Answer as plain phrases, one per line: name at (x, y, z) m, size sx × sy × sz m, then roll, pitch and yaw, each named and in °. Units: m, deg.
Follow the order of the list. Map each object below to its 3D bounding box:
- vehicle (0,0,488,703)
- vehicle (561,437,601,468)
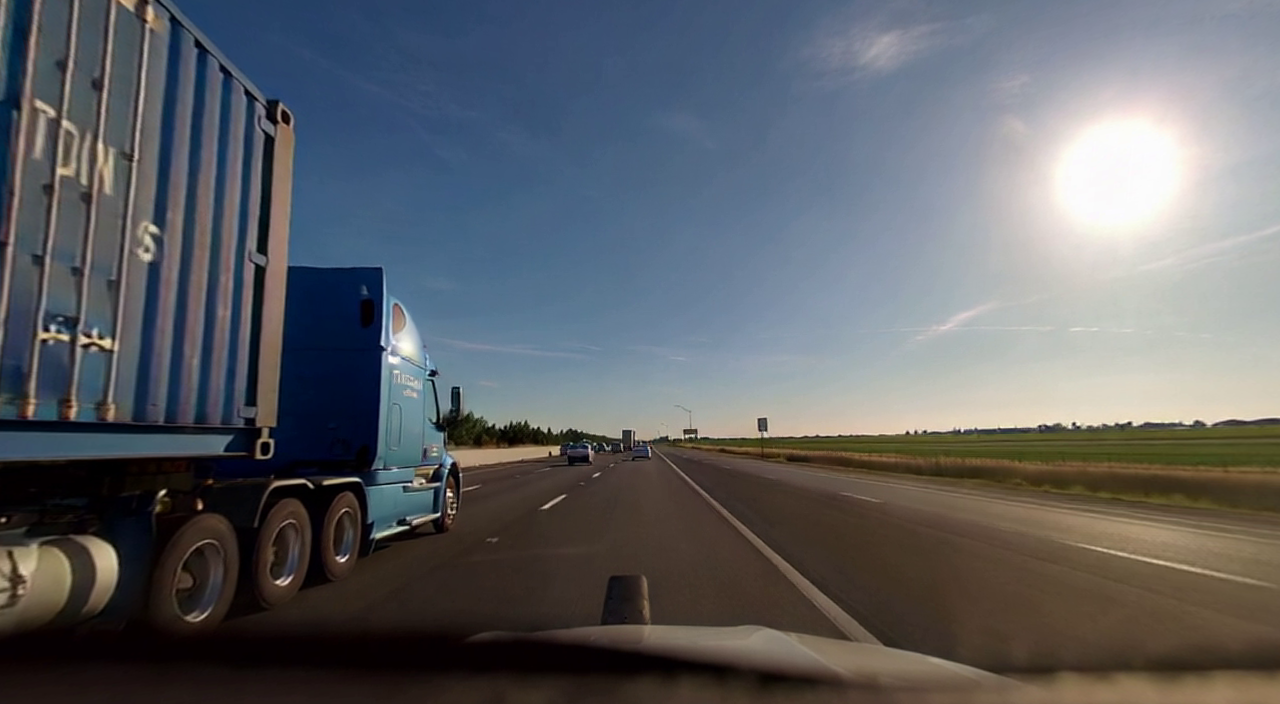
vehicle at (-4.017, 0.256, 6.427) m, size 2.987 × 3.868 × 7.576 m, roll 0°, pitch -8°, yaw 0°
vehicle at (-3.587, 6.203, 39.061) m, size 1.995 × 1.745 × 4.187 m, roll 0°, pitch -8°, yaw 1°
